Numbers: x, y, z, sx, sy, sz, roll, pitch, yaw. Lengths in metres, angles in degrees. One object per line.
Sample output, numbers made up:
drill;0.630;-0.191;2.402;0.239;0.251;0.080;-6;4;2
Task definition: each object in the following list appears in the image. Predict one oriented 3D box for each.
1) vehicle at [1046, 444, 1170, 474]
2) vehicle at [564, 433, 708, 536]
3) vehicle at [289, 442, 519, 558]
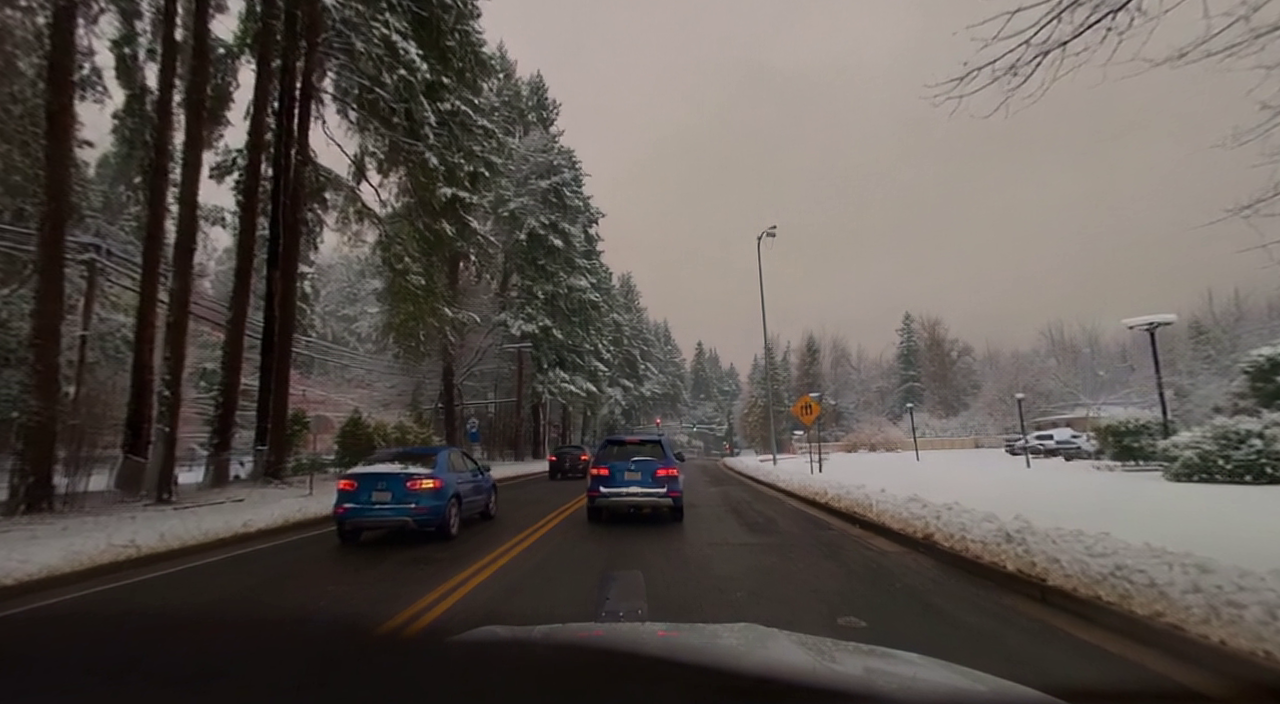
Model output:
vehicle;28.098;6.384;38.007;5.955;1.702;2.166;1;-8;-6
vehicle;-0.047;2.351;11.818;2.229;1.591;3.897;0;-8;1
vehicle;-3.446;2.219;10.327;1.922;1.464;4.424;0;-8;2
